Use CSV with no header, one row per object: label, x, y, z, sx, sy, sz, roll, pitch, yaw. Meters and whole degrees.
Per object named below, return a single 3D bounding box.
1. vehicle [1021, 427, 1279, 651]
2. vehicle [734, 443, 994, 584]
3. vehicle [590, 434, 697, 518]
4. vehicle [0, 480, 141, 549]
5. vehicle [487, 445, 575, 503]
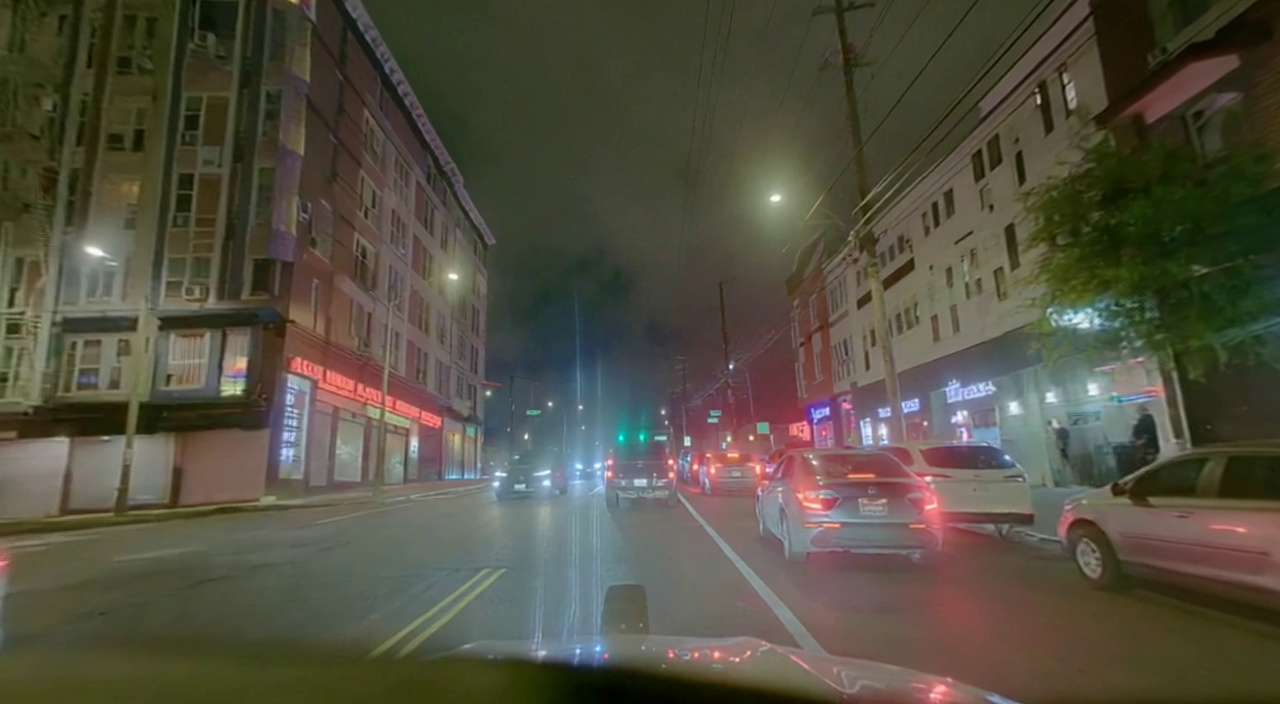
vehicle,5.533,1.446,5.207,1.931,1.585,4.387,0,-9,-1
vehicle,2.697,2.037,8.924,2.029,1.460,4.451,0,-8,0
vehicle,0.042,2.892,15.240,2.232,1.736,4.036,0,-8,-1
vehicle,-17.625,4.849,18.502,4.298,1.440,1.997,-8,-8,-2
vehicle,-3.486,3.978,21.067,2.112,1.705,4.365,0,-8,1
